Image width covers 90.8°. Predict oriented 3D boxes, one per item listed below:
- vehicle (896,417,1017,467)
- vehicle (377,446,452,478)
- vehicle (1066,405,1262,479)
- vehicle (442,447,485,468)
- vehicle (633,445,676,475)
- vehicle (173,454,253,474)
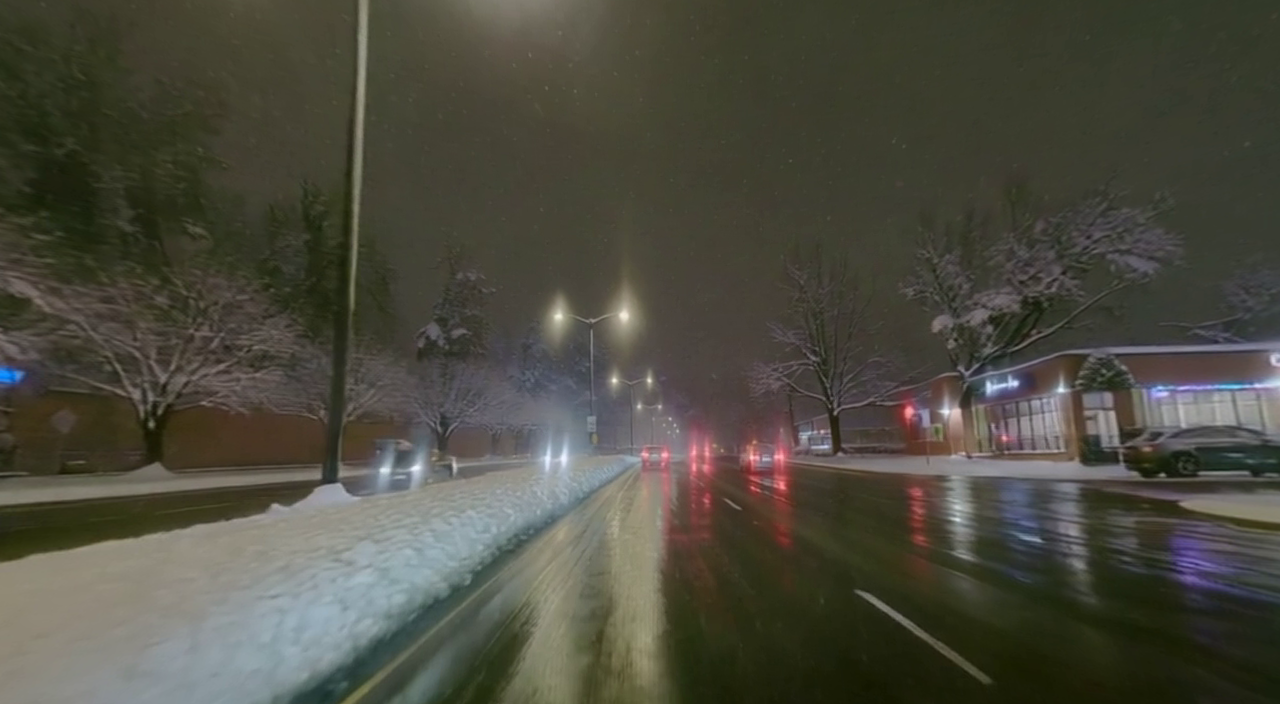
[{"bbox_3d":[21.502,6.156,43.112,6.856,3.118,2.741,0,-10,-11],"label":"vehicle"},{"bbox_3d":[-10.828,5.306,30.753,1.907,1.429,4.439,-1,-8,2],"label":"vehicle"},{"bbox_3d":[20.619,3.559,25.021,5.953,2.747,2.389,1,-8,-9],"label":"vehicle"},{"bbox_3d":[-13.428,8.042,48.373,1.843,1.486,4.700,0,-8,1],"label":"vehicle"},{"bbox_3d":[0.774,5.616,33.103,2.095,1.456,3.873,-1,-8,2],"label":"vehicle"},{"bbox_3d":[-33.075,8.694,49.085,4.678,1.468,1.949,1,-9,-11],"label":"vehicle"}]
